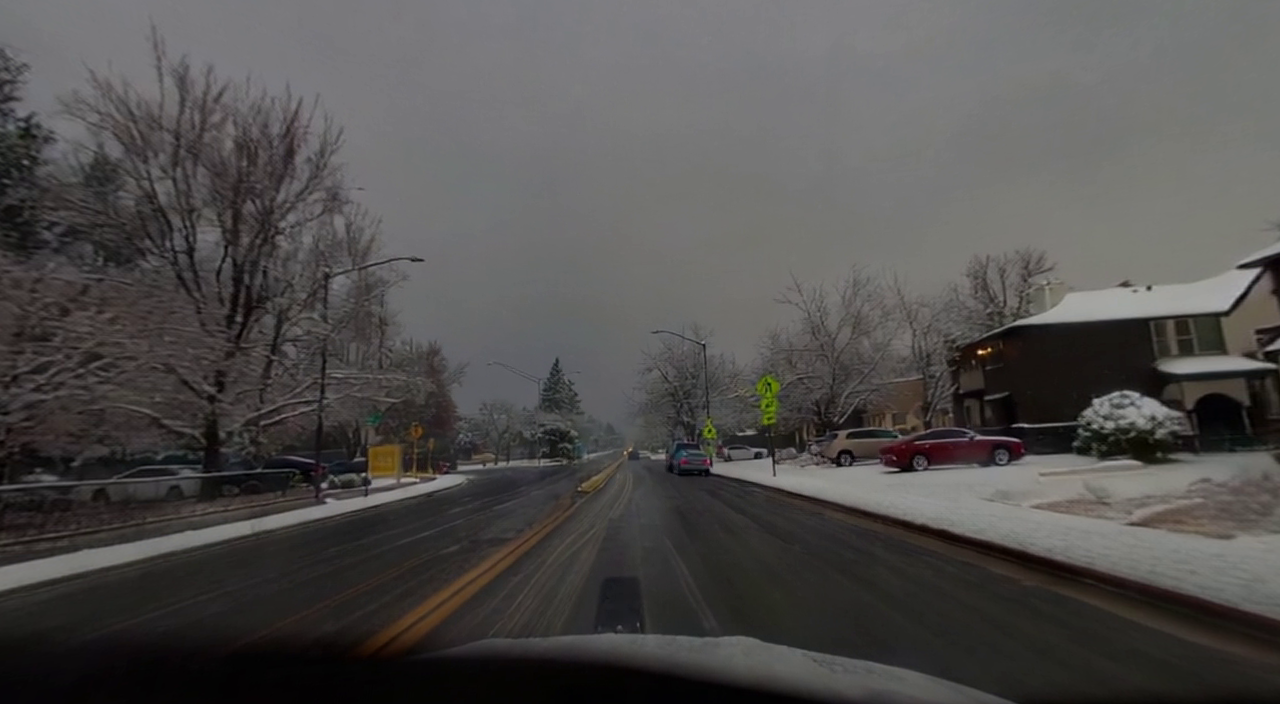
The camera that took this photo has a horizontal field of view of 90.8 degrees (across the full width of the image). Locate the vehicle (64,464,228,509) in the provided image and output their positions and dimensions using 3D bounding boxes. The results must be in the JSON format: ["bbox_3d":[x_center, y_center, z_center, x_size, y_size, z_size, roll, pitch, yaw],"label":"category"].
[{"bbox_3d":[-19.008,5.120,24.474,4.691,1.483,1.955,9,-13,-44],"label":"vehicle"}]

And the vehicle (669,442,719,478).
[{"bbox_3d":[2.965,6.150,36.100,2.221,1.892,5.555,0,-9,-1],"label":"vehicle"}]

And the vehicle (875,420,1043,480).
[{"bbox_3d":[11.064,3.466,22.201,4.750,1.658,1.902,-4,-11,0],"label":"vehicle"}]

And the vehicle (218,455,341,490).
[{"bbox_3d":[-19.689,6.555,34.713,2.059,1.746,5.388,-9,-13,42],"label":"vehicle"}]

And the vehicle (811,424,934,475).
[{"bbox_3d":[10.394,4.400,28.530,4.653,1.979,1.998,-3,-9,0],"label":"vehicle"}]
